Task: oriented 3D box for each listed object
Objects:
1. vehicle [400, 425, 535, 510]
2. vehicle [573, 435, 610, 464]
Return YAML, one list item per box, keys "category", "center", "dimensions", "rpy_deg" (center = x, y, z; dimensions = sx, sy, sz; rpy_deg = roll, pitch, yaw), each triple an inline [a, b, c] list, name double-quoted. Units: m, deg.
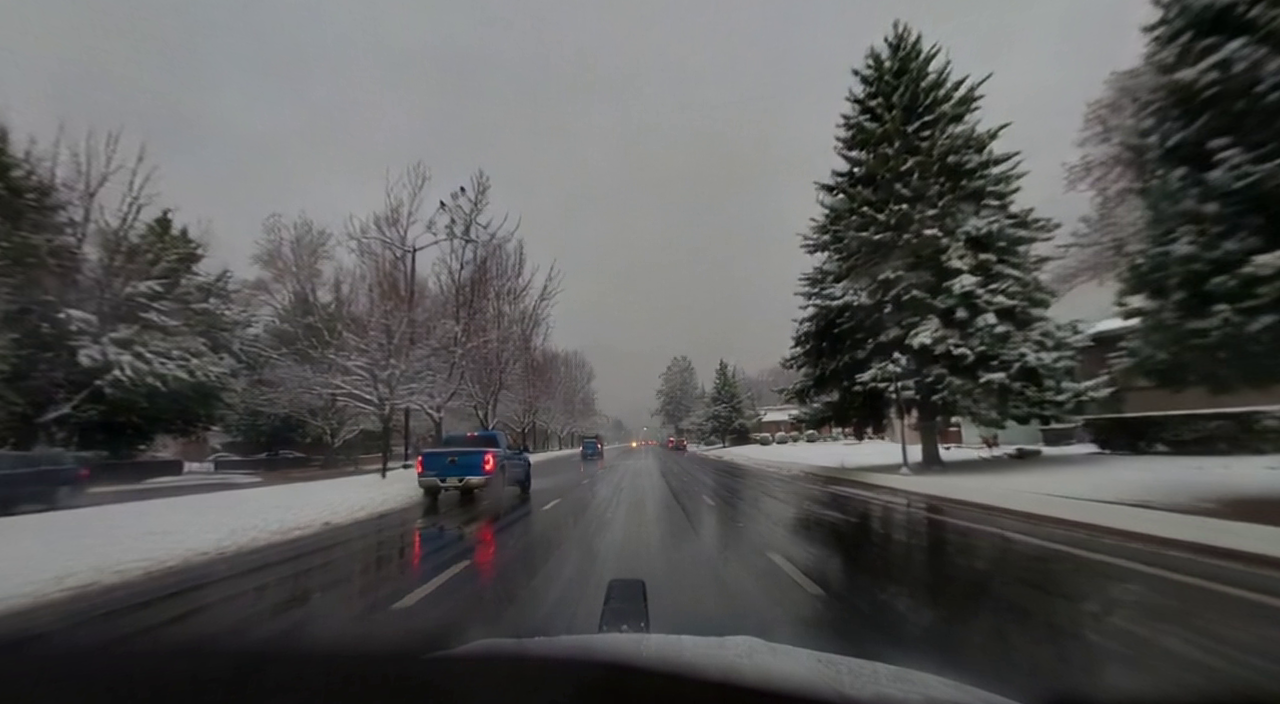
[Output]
- category: "vehicle"
  center: [-4.036, 2.788, 15.685]
  dimensions: [2.002, 1.747, 4.728]
  rpy_deg: [0, -8, 0]
- category: "vehicle"
  center: [-3.480, 7.075, 45.905]
  dimensions: [2.230, 1.987, 4.385]
  rpy_deg: [-1, -8, 1]
